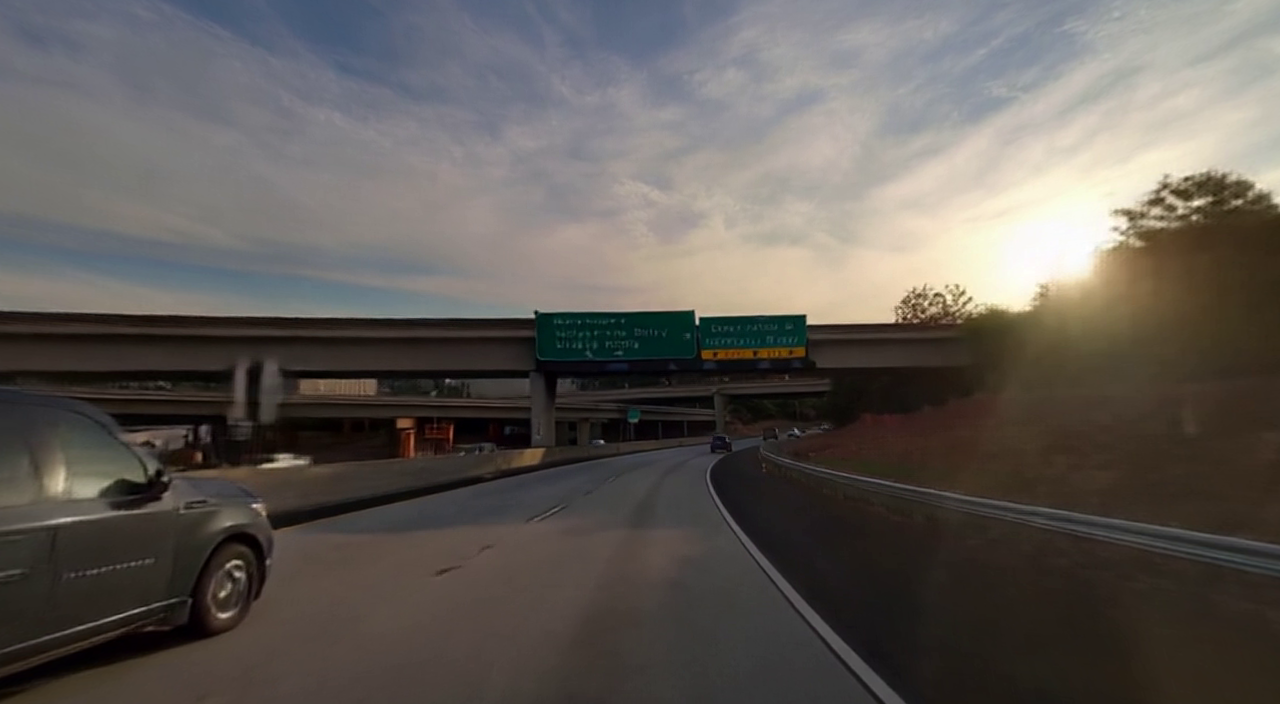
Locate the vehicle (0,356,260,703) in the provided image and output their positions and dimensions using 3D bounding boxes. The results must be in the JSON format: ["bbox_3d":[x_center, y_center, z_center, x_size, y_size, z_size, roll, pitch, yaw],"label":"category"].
[{"bbox_3d":[-3.671,0.723,1.757,2.106,1.640,4.853,0,-9,1],"label":"vehicle"}]
